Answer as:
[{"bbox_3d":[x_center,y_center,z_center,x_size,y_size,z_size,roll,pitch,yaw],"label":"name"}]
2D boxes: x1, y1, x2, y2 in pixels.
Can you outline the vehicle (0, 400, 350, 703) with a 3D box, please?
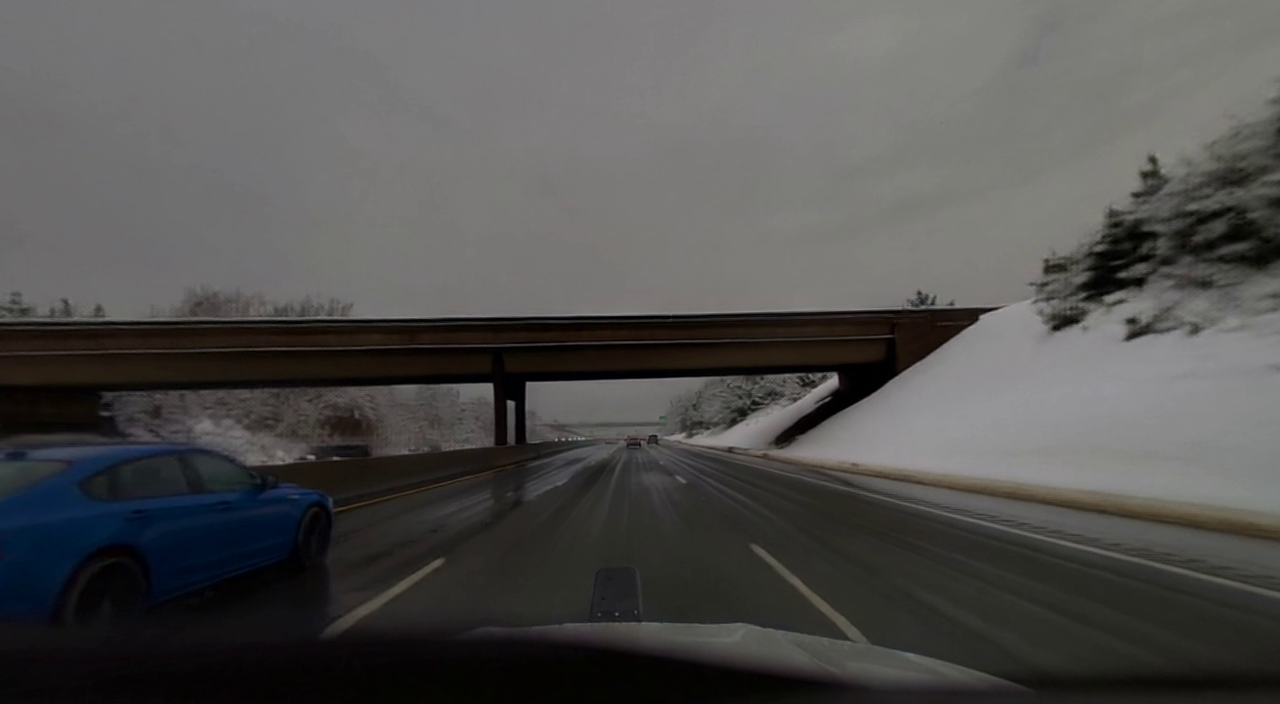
[{"bbox_3d":[-4.009,1.169,4.462,1.981,1.475,4.084,0,-8,0],"label":"vehicle"}]
